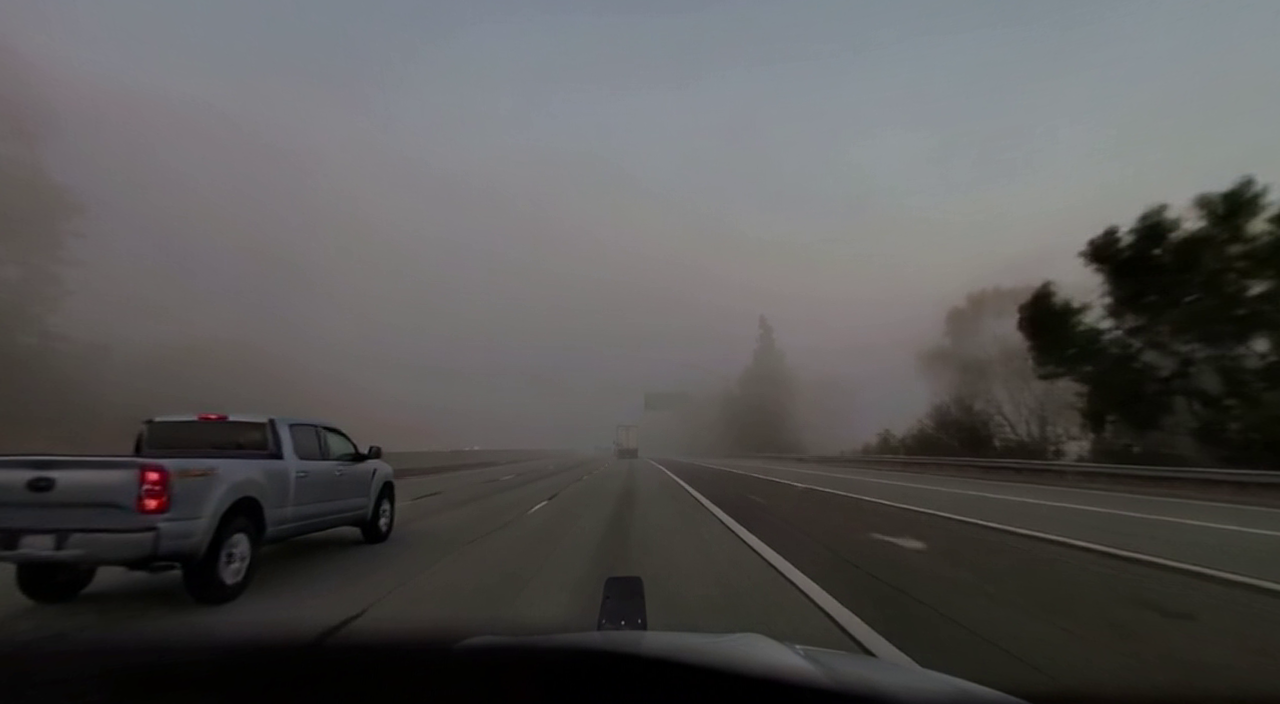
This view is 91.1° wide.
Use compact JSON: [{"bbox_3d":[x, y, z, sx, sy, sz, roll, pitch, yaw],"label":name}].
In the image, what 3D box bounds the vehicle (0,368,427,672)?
[{"bbox_3d":[-4.179,1.336,6.215,2.316,1.731,5.126,0,-9,0],"label":"vehicle"}]
